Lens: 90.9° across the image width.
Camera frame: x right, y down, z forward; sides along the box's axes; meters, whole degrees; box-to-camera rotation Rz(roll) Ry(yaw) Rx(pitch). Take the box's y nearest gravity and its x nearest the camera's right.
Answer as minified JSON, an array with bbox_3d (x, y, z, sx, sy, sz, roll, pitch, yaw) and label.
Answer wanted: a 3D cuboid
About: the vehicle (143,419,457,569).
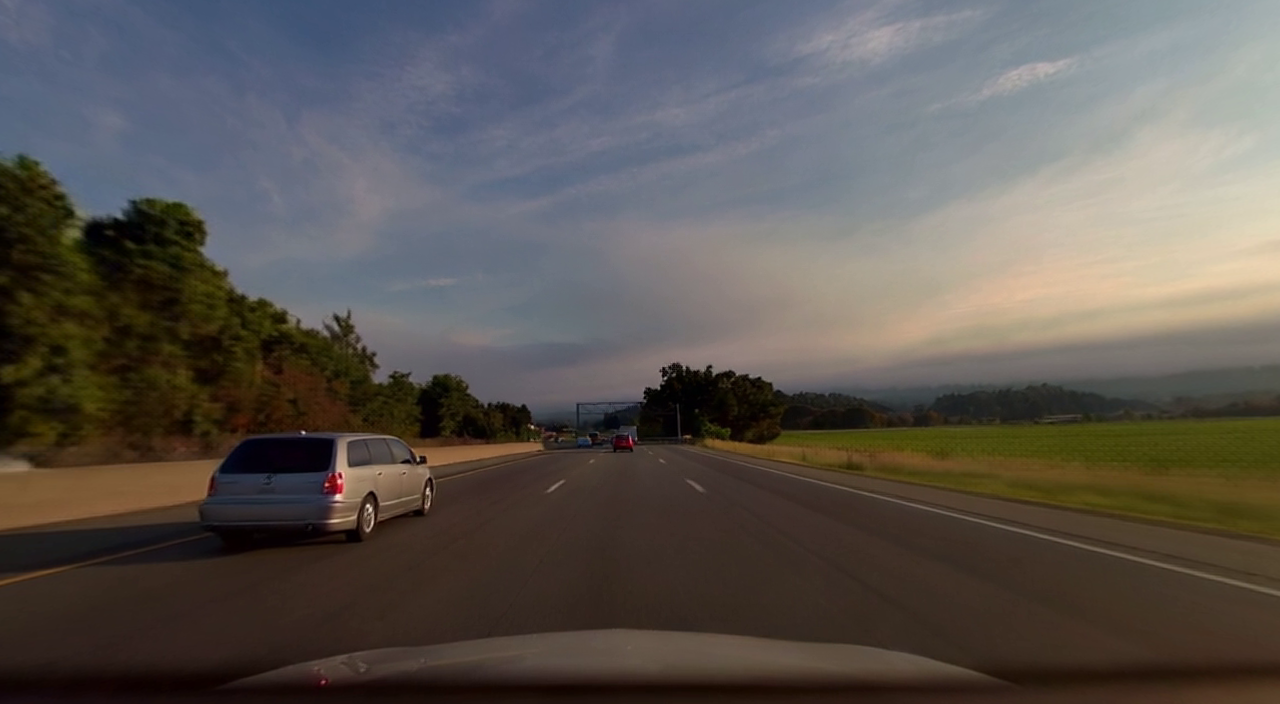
[{"bbox_3d":[-4.012,1.702,8.422,1.931,1.483,4.105,0,-8,-1],"label":"vehicle"}]

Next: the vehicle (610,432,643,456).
[{"bbox_3d":[-0.923,6.502,44.539,2.162,1.616,4.242,0,-8,0],"label":"vehicle"}]
